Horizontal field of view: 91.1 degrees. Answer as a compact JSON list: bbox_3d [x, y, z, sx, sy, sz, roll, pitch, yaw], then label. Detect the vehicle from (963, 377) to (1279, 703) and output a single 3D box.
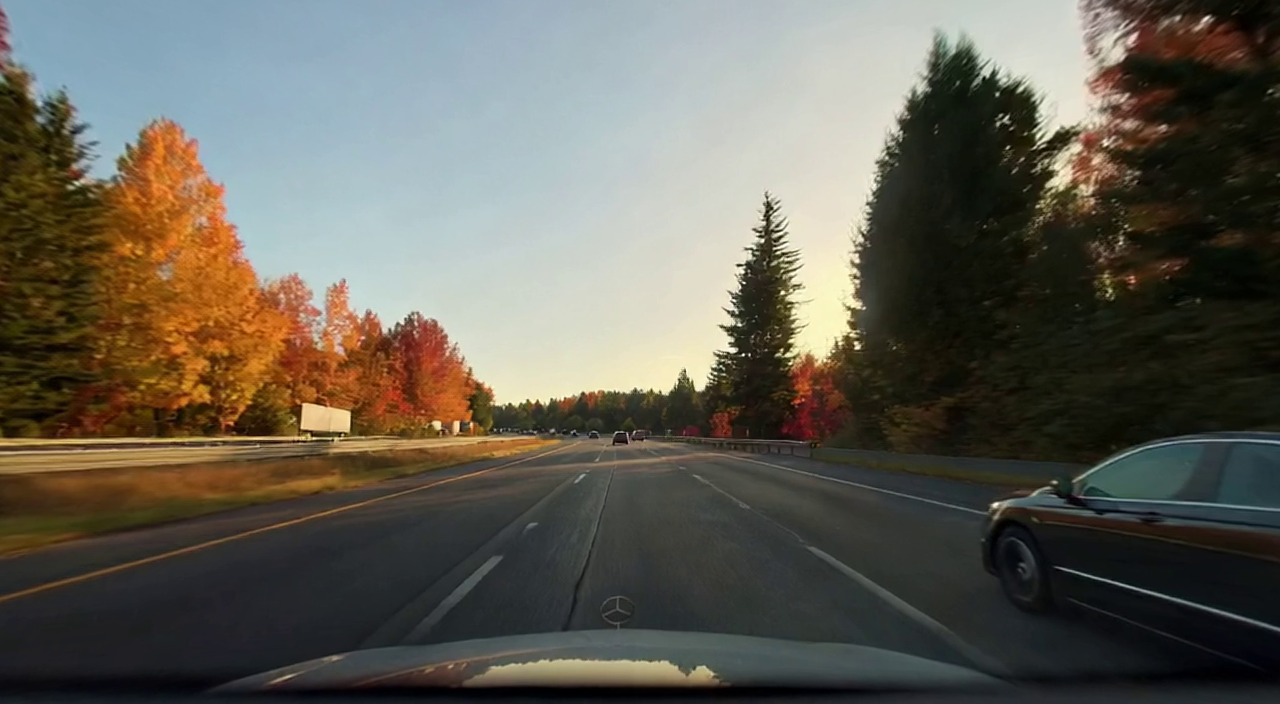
[{"bbox_3d":[3.663,0.928,2.804,2.123,1.577,4.299,0,-8,0],"label":"vehicle"}]
